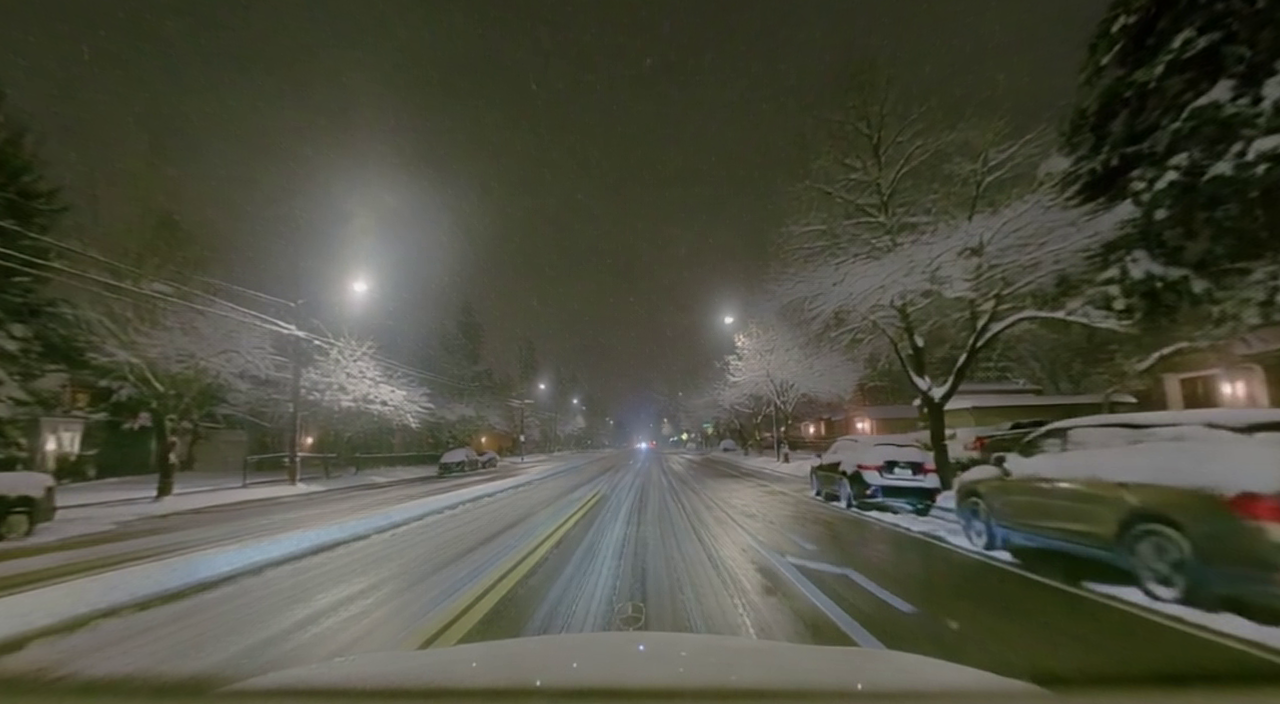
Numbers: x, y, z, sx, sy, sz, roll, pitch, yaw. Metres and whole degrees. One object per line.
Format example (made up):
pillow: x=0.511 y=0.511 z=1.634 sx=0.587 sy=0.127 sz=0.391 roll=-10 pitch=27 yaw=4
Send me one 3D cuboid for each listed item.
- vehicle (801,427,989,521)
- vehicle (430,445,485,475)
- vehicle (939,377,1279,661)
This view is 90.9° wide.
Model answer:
vehicle: x=5.252 y=2.567 z=13.862 sx=2.104 sy=1.687 sz=4.636 roll=0 pitch=-8 yaw=-1
vehicle: x=-11.301 y=6.733 z=39.453 sx=2.023 sy=1.629 sz=4.822 roll=-2 pitch=-8 yaw=0
vehicle: x=5.187 y=1.346 z=5.957 sx=2.112 sy=1.788 sz=5.605 roll=0 pitch=-8 yaw=2
